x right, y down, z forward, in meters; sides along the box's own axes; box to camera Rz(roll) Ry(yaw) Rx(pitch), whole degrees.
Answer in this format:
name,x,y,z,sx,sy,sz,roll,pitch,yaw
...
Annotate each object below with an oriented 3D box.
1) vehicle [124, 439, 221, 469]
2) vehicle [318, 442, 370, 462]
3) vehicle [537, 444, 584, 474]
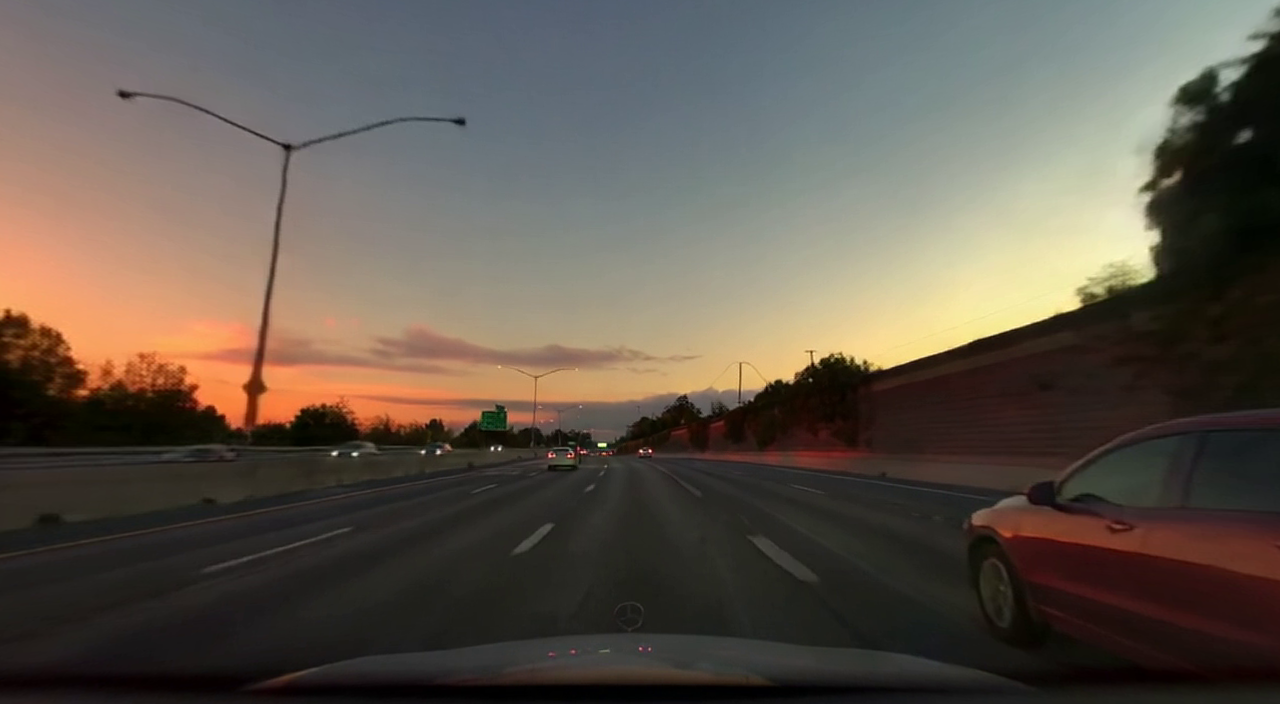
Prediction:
name,x,y,z,sx,sy,sz,roll,pitch,yaw
vehicle,-25.478,5.583,34.598,1.940,1.527,4.459,0,-8,-2
vehicle,-22.331,7.546,47.754,1.871,1.486,4.570,0,-8,-2
vehicle,-4.200,5.717,33.919,2.014,1.481,4.156,0,-8,-1
